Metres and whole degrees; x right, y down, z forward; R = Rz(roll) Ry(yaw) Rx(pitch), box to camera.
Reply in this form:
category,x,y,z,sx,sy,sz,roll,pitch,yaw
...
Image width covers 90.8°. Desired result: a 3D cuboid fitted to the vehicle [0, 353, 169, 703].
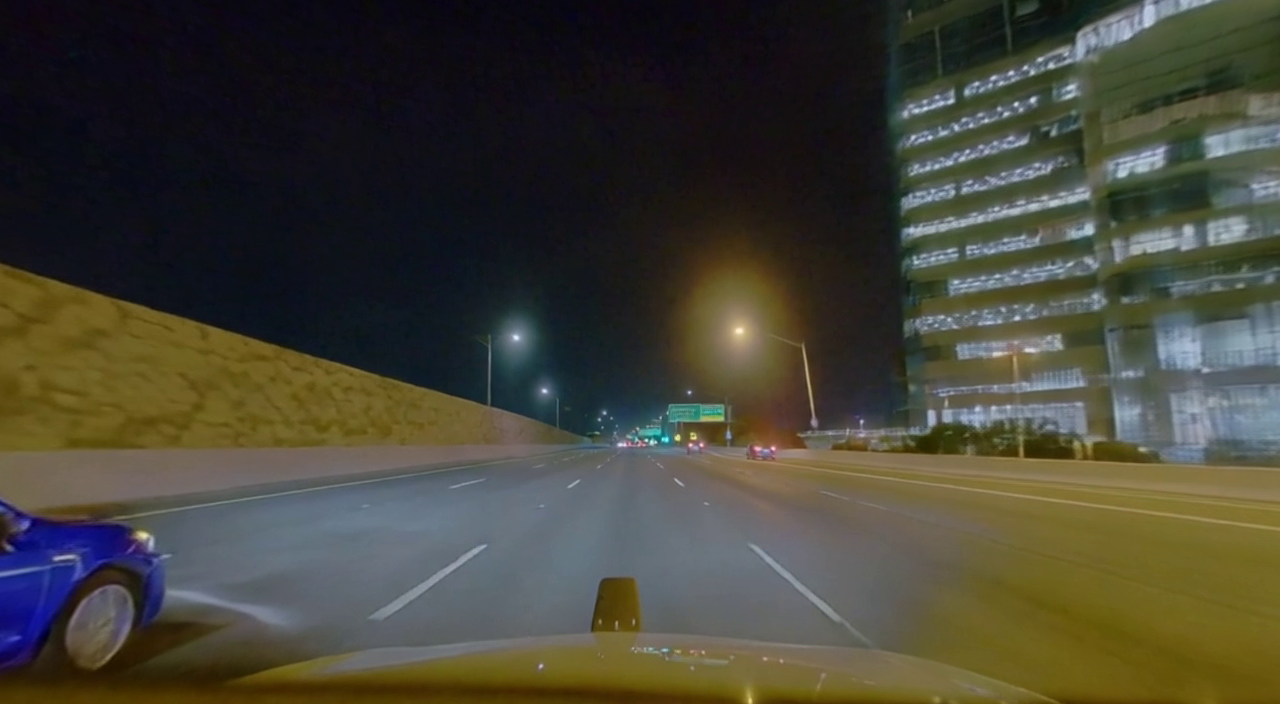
category,x,y,z,sx,sy,sz,roll,pitch,yaw
vehicle,-3.791,0.642,1.472,2.070,1.641,4.315,0,-8,-1
